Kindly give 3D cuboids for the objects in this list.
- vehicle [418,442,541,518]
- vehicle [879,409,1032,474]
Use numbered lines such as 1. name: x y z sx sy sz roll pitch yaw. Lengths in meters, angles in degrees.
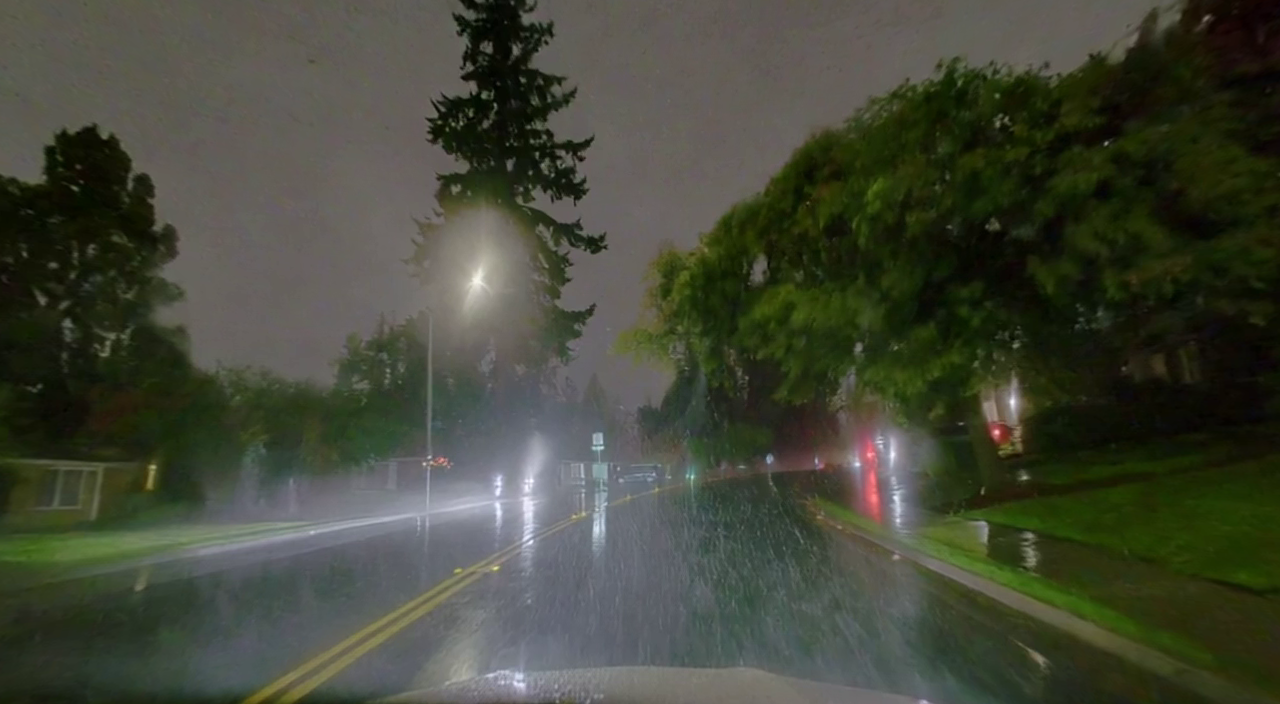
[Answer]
1. vehicle: -4.777 4.086 19.576 1.963 1.539 4.210 -4 -22 11
2. vehicle: 12.192 3.537 24.722 4.740 1.638 2.018 -5 -25 4
